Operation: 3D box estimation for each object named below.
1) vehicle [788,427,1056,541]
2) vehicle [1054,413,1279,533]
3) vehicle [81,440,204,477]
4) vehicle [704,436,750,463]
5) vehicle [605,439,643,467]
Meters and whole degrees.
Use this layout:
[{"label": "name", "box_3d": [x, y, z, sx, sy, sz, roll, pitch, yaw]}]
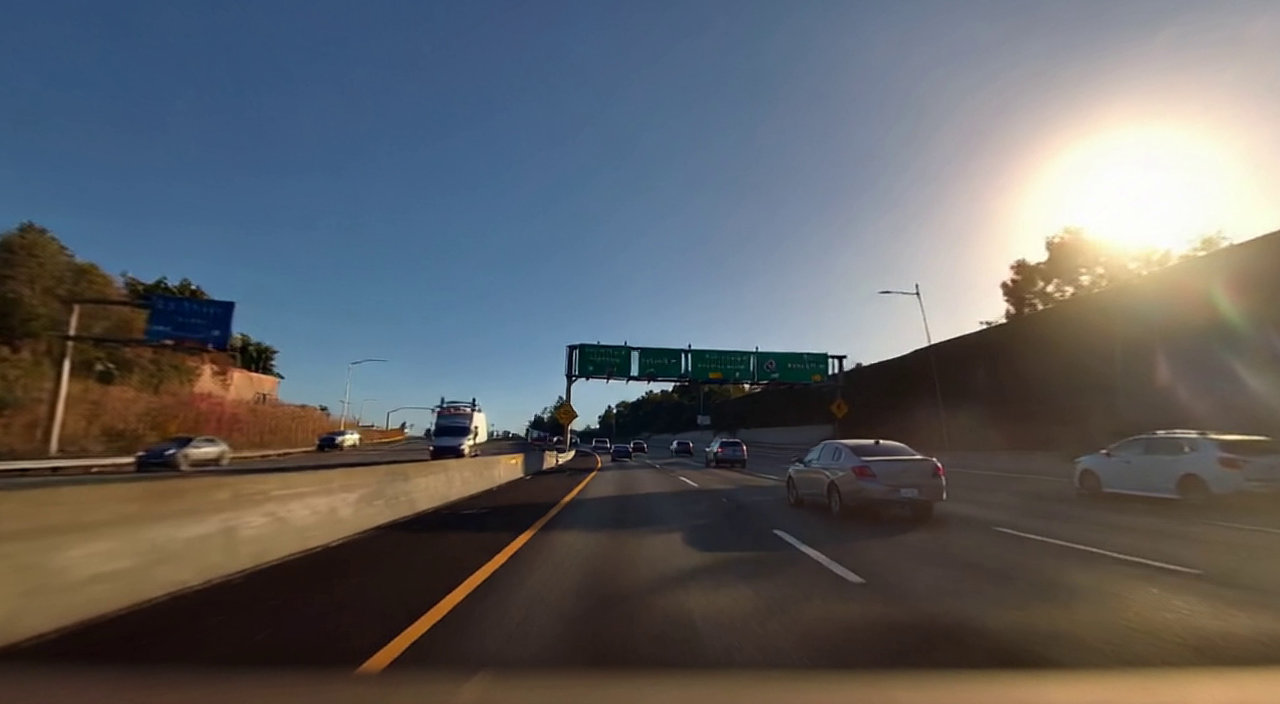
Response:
[{"label": "vehicle", "box_3d": [4.328, 2.122, 10.826, 2.196, 1.494, 4.735, 1, -9, -3]}, {"label": "vehicle", "box_3d": [9.585, 1.934, 10.466, 2.056, 1.609, 4.761, 0, -9, -2]}, {"label": "vehicle", "box_3d": [-22.936, 4.922, 29.461, 2.035, 1.565, 5.011, 1, -9, -6]}, {"label": "vehicle", "box_3d": [5.460, 6.190, 40.122, 2.094, 1.652, 3.955, 1, -9, -5]}, {"label": "vehicle", "box_3d": [-1.020, 6.023, 37.746, 2.090, 1.510, 4.280, 1, -9, -4]}]
